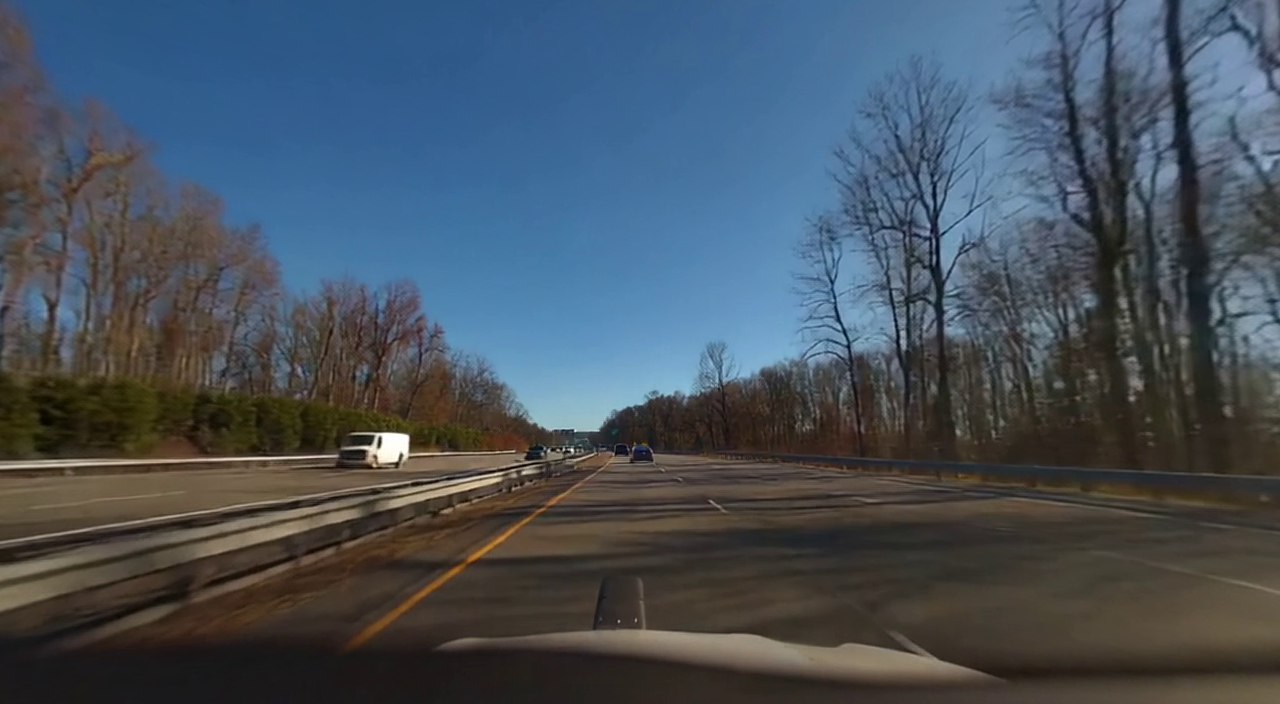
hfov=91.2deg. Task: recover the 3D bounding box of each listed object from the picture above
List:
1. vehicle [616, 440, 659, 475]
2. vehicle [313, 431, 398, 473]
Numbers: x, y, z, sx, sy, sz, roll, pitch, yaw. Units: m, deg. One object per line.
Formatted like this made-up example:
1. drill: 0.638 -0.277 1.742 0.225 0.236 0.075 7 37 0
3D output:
1. vehicle: -0.194 5.659 33.824 2.151 1.693 4.201 0 -9 -1
2. vehicle: -13.440 4.745 29.971 2.047 1.825 4.344 0 -9 -1
